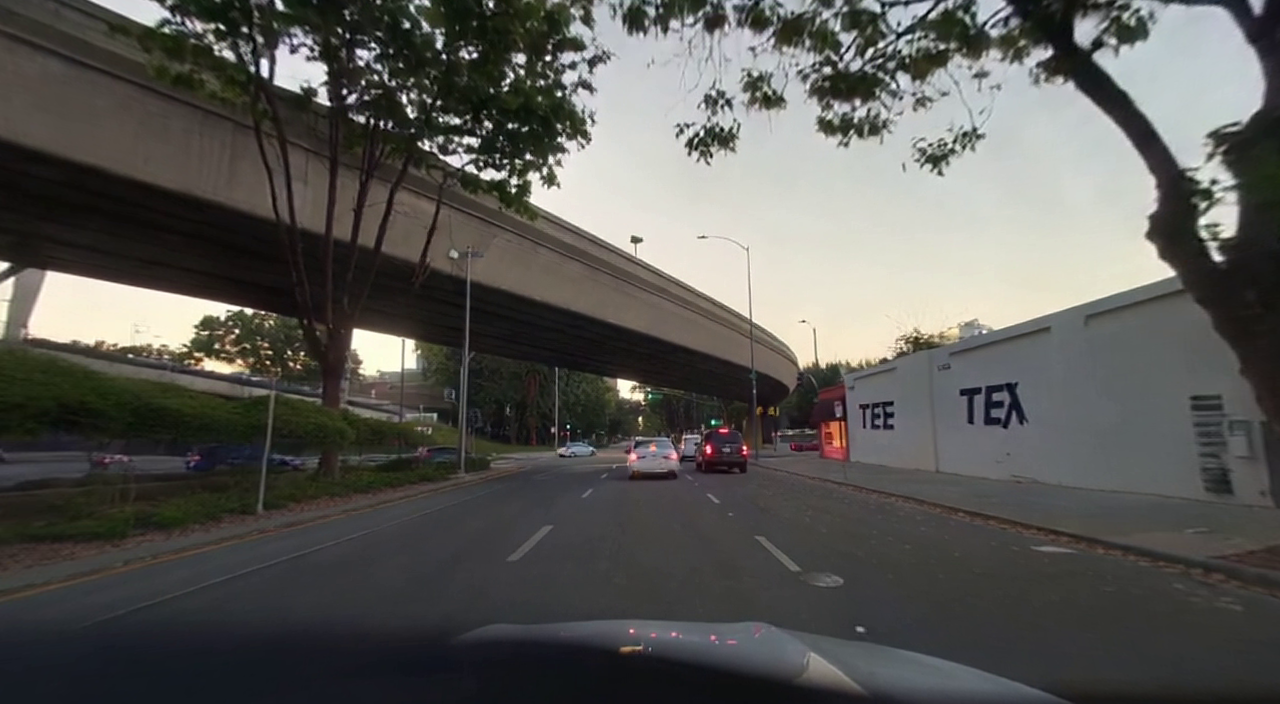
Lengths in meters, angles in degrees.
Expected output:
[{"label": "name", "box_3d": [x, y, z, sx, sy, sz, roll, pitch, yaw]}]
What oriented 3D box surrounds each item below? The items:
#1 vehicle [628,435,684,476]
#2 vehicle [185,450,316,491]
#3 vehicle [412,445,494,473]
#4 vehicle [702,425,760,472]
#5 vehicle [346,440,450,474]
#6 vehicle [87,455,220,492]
[{"label": "vehicle", "box_3d": [0.604, 4.159, 25.576, 2.101, 1.467, 4.210, 0, -8, 0]}, {"label": "vehicle", "box_3d": [-17.277, 5.238, 28.226, 1.832, 1.611, 4.546, -5, -10, 30]}, {"label": "vehicle", "box_3d": [-11.027, 6.310, 37.394, 1.860, 1.543, 4.302, -7, -11, 38]}, {"label": "vehicle", "box_3d": [4.196, 4.533, 29.769, 2.080, 1.999, 4.379, 0, -8, 0]}, {"label": "vehicle", "box_3d": [-14.826, 6.420, 38.984, 2.322, 1.916, 5.640, -6, -10, 33]}, {"label": "vehicle", "box_3d": [-21.889, 5.433, 28.554, 1.873, 1.462, 4.283, -5, -10, 29]}]
